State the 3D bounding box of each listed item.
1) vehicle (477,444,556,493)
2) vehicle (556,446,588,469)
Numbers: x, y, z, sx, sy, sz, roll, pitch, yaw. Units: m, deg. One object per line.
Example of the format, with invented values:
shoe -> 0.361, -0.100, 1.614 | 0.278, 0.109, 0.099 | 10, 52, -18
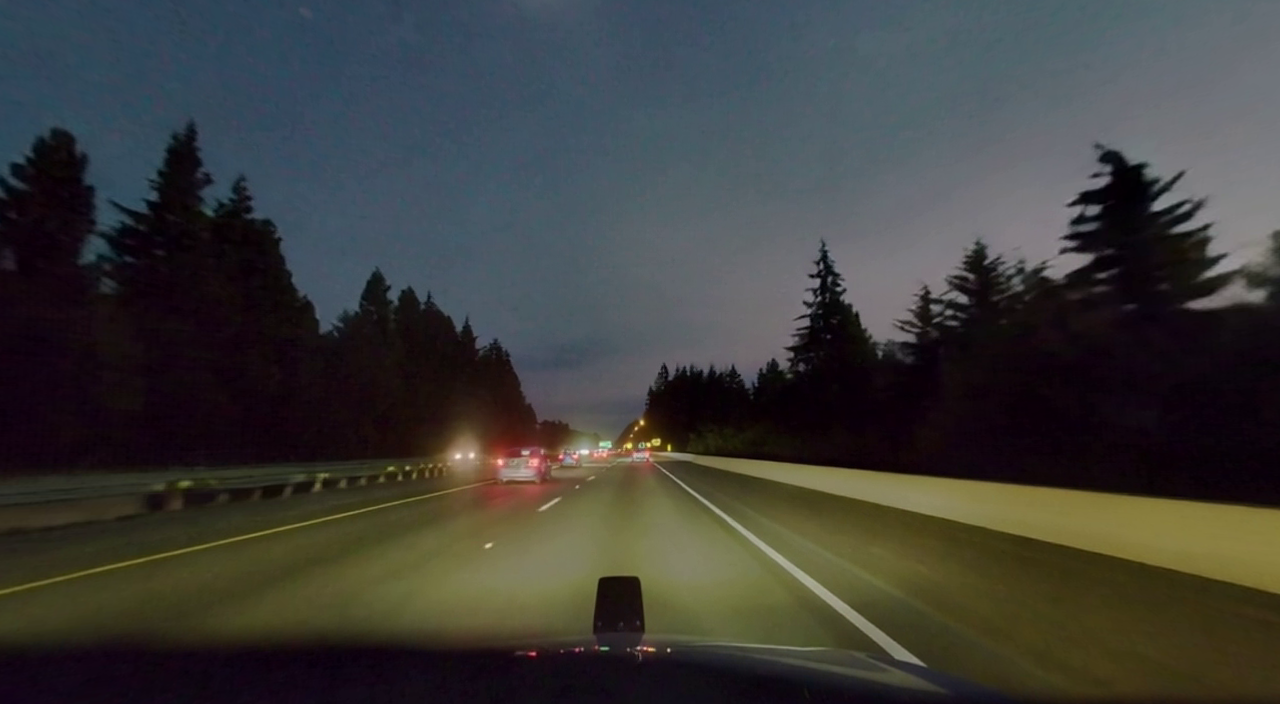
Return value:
vehicle -> -4.109, 3.909, 21.616 | 1.897, 1.481, 3.859 | 0, -8, 0
vehicle -> -4.736, 7.392, 44.544 | 1.838, 1.508, 4.317 | 0, -8, 0
